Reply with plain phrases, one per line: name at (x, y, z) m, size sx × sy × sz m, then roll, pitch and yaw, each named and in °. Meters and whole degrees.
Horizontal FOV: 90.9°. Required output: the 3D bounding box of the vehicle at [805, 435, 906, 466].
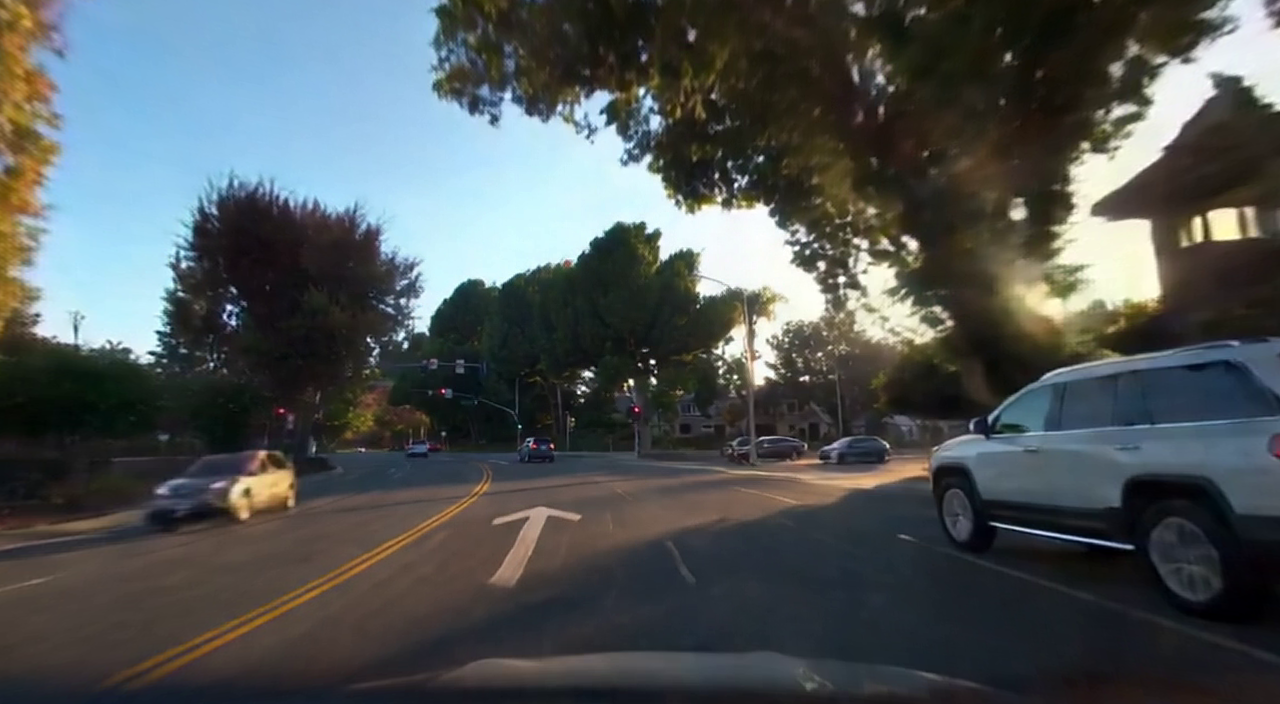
vehicle at (10.844, 4.944, 31.740) m, size 4.426 × 1.461 × 1.996 m, roll 2°, pitch -9°, yaw -17°

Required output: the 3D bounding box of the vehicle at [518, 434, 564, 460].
vehicle at (-7.067, 6.696, 44.562) m, size 2.138 × 1.729 × 4.178 m, roll 4°, pitch -9°, yaw -24°

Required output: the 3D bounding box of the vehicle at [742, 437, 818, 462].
vehicle at (8.783, 6.114, 39.717) m, size 4.169 × 1.527 × 2.053 m, roll 2°, pitch -9°, yaw -15°

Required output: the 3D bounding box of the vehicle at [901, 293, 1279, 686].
vehicle at (4.579, 1.024, 5.341) m, size 2.338 × 2.063 × 5.592 m, roll 0°, pitch -8°, yaw 0°

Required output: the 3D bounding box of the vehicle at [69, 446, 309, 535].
vehicle at (-8.770, 2.670, 12.908) m, size 2.090 × 1.446 × 4.483 m, roll 1°, pitch -9°, yaw -8°
